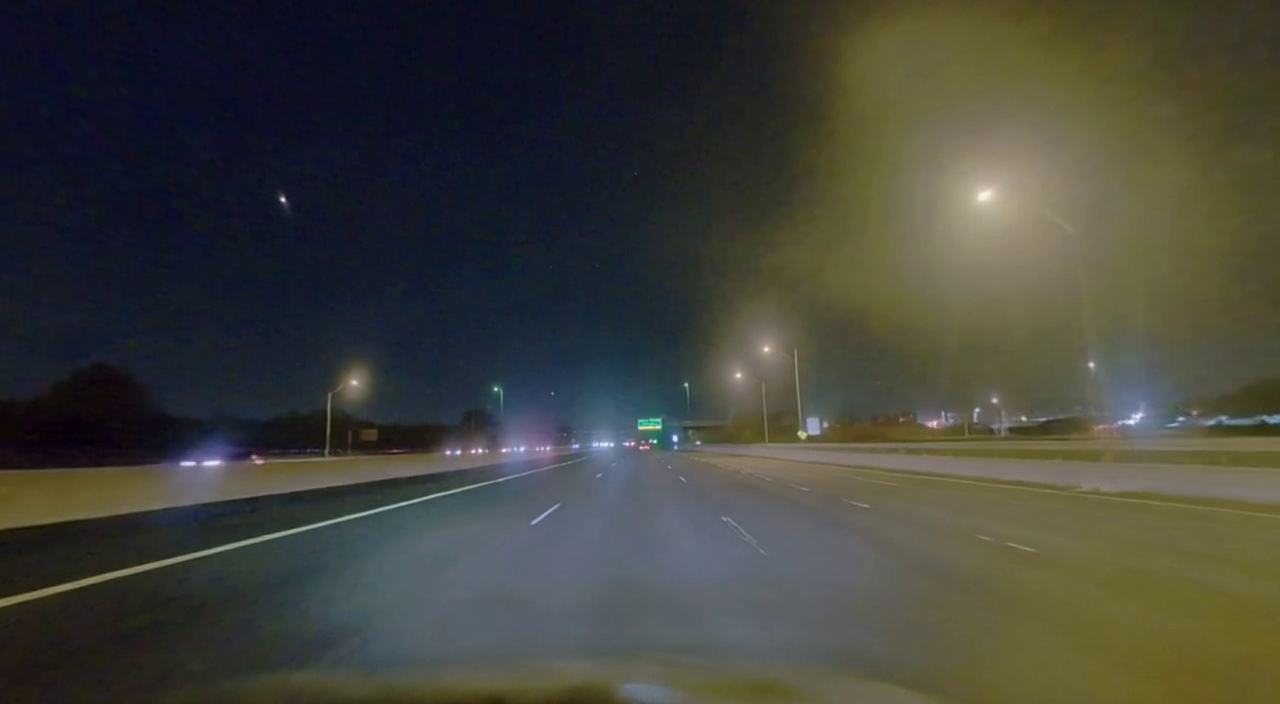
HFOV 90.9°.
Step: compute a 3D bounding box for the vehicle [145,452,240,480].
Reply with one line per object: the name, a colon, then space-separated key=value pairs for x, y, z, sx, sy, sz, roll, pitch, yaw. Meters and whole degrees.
vehicle: x=-26.971 y=6.860 z=38.262 sx=2.011 sy=1.531 sz=4.982 roll=0 pitch=-8 yaw=1
